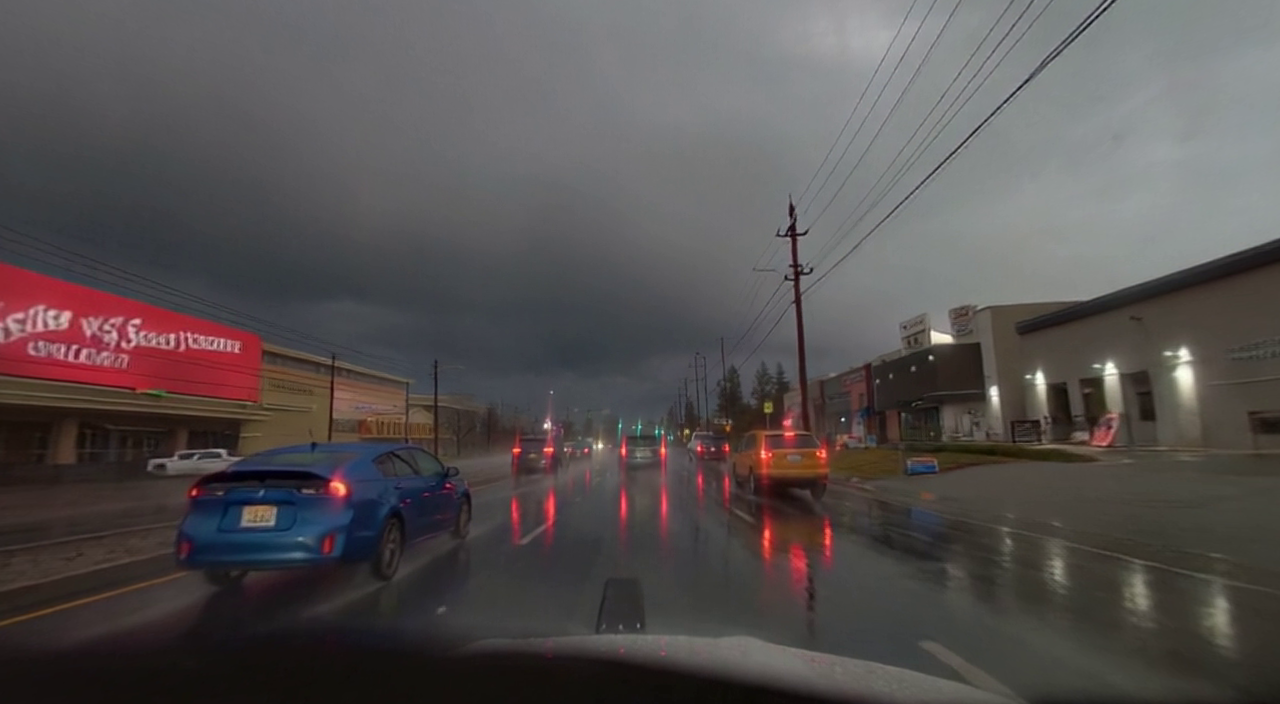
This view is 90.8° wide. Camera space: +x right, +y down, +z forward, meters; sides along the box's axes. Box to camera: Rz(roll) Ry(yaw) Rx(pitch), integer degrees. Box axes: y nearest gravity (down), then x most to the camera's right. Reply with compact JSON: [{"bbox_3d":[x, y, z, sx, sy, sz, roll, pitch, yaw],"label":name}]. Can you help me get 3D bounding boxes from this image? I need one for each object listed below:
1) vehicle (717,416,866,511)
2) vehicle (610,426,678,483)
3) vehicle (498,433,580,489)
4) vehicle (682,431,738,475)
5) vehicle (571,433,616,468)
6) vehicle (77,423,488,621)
[{"bbox_3d":[3.361,2.612,15.265,2.282,1.897,4.915,0,-8,-1],"label":"vehicle"},{"bbox_3d":[0.109,3.815,23.700,2.326,1.925,4.253,0,-8,-1],"label":"vehicle"},{"bbox_3d":[-3.233,3.573,21.017,2.051,1.671,3.861,0,-8,0],"label":"vehicle"},{"bbox_3d":[3.208,4.724,29.809,2.026,1.904,4.102,0,-8,-2],"label":"vehicle"},{"bbox_3d":[-2.827,6.195,39.947,2.405,2.009,5.909,0,-8,0],"label":"vehicle"},{"bbox_3d":[-3.299,1.641,7.161,2.022,1.498,4.471,0,-8,0],"label":"vehicle"}]
